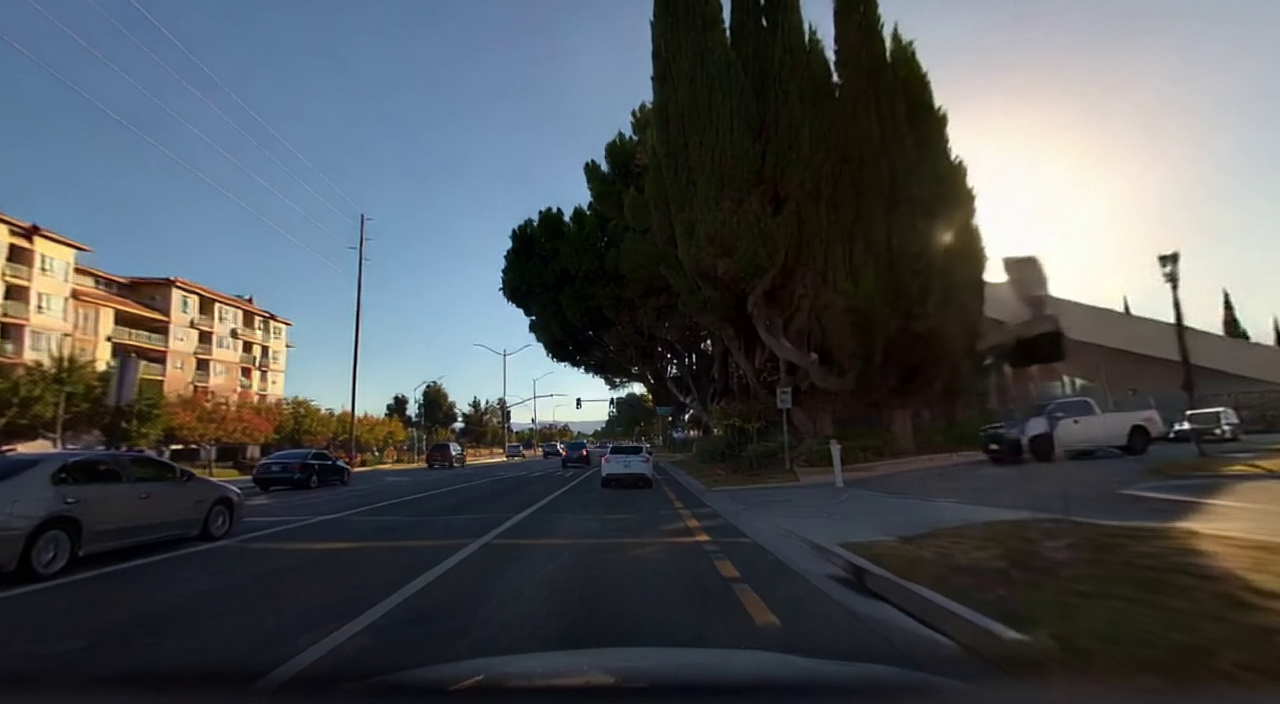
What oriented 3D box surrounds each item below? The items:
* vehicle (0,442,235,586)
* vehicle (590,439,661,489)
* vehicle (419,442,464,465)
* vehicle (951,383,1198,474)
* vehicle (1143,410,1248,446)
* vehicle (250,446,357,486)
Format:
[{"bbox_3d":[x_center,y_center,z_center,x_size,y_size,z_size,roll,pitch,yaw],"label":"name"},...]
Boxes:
[{"bbox_3d":[-7.446,1.846,7.794,1.906,1.449,4.576,0,-8,-1],"label":"vehicle"},{"bbox_3d":[-0.474,3.624,20.825,2.099,1.469,4.389,0,-8,-1],"label":"vehicle"},{"bbox_3d":[-14.965,7.682,47.889,2.064,1.686,4.380,0,-8,-1],"label":"vehicle"},{"bbox_3d":[12.532,2.252,18.568,5.253,2.014,2.666,-5,-7,-5],"label":"vehicle"},{"bbox_3d":[28.100,3.850,31.987,3.745,1.450,1.750,-5,-6,-6],"label":"vehicle"},{"bbox_3d":[-13.754,4.664,26.189,2.024,1.484,4.592,0,-8,-2],"label":"vehicle"}]
